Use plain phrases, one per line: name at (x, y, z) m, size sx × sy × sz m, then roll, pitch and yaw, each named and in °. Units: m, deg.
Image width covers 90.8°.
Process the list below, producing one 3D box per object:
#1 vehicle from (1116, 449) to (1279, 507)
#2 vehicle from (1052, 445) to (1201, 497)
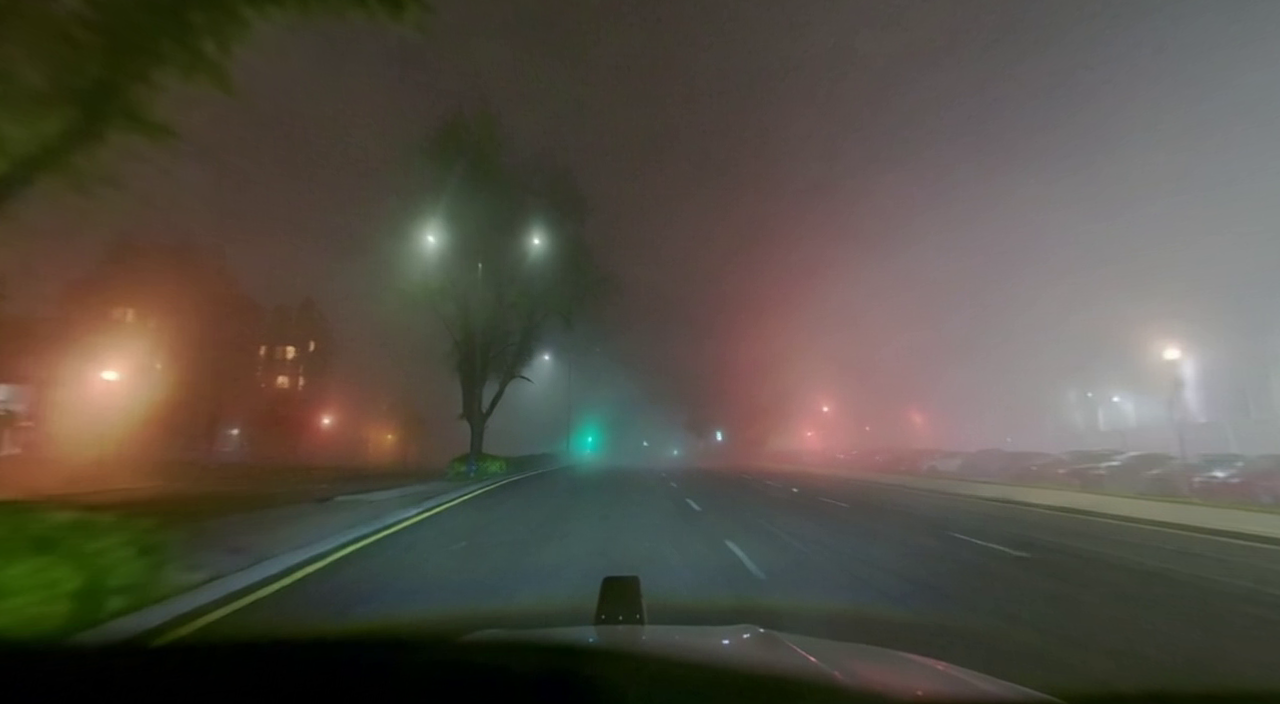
vehicle at (16.682, 3.696, 18.880) m, size 4.239 × 1.470 × 2.231 m, roll 4°, pitch -11°, yaw -29°
vehicle at (16.847, 4.047, 21.891) m, size 4.392 × 1.612 × 2.223 m, roll 4°, pitch -9°, yaw -25°
